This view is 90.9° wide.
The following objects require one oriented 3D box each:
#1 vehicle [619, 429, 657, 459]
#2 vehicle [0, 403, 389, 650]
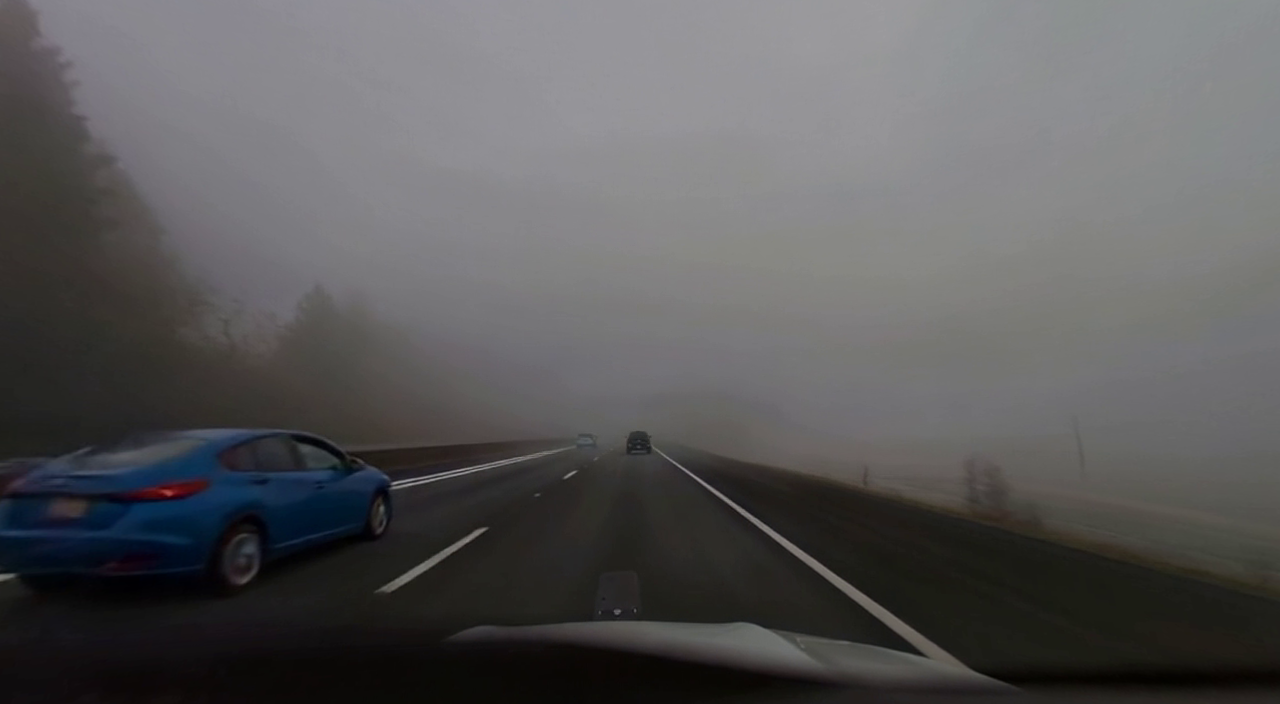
[{"bbox_3d":[-0.128,5.444,37.392,2.134,1.654,4.174,0,-8,0],"label":"vehicle"},{"bbox_3d":[-4.204,1.337,5.928,2.030,1.491,4.046,0,-8,0],"label":"vehicle"}]
